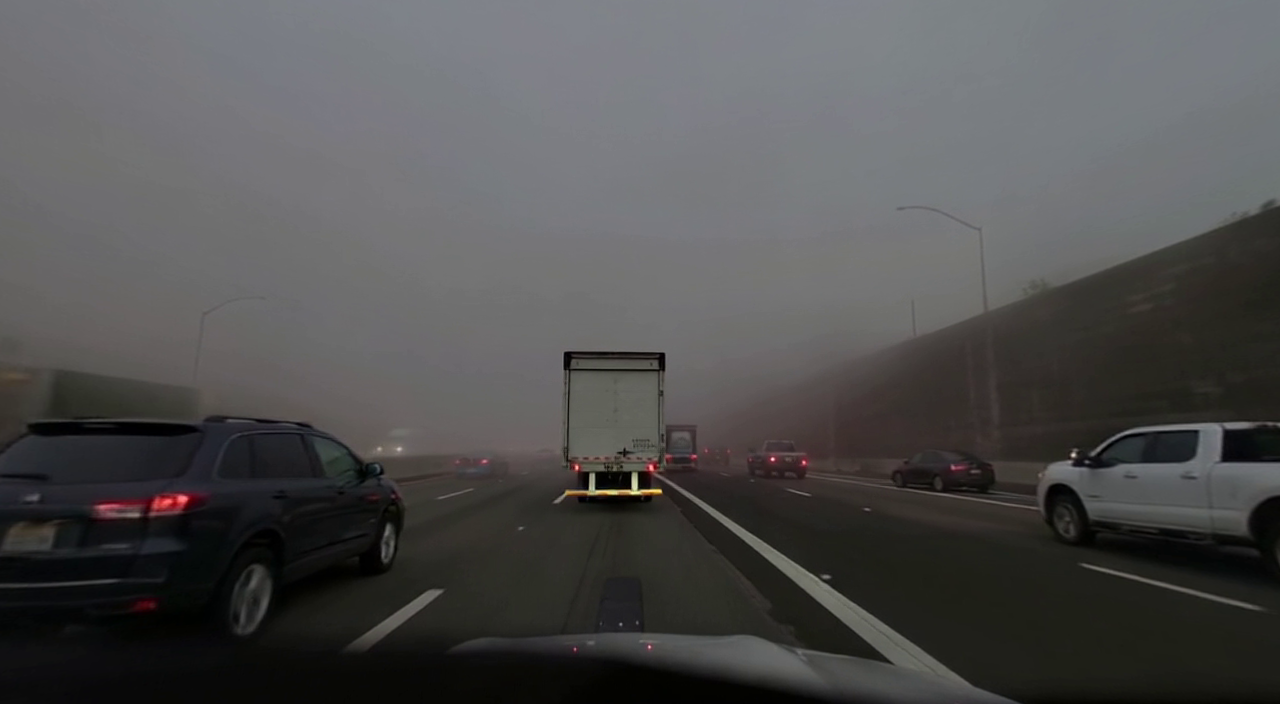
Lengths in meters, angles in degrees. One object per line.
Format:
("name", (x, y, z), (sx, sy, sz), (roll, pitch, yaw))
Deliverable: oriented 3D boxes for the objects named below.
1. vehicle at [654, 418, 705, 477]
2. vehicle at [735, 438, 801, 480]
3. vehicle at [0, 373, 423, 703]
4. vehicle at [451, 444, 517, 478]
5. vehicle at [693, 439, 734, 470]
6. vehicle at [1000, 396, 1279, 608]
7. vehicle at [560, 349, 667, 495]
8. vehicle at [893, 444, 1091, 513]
("vehicle", (2.465, 6.360, 42.218), (2.669, 3.491, 8.645), (0, -9, -1))
("vehicle", (6.188, 5.232, 31.062), (2.070, 1.888, 4.546), (0, -9, -3))
("vehicle", (-3.344, 1.220, 4.849), (1.946, 1.641, 4.105), (0, -9, -1))
("vehicle", (-7.345, 5.170, 30.248), (1.973, 1.471, 4.779), (0, -9, -1))
("vehicle", (5.458, 7.674, 47.455), (2.297, 2.116, 5.052), (0, -9, -2))
("vehicle", (6.345, 1.436, 6.555), (2.188, 1.731, 5.031), (0, -9, -1))
("vehicle", (-0.743, 2.723, 22.866), (2.906, 4.040, 10.743), (0, -9, 0))
("vehicle", (8.624, 3.114, 16.189), (2.002, 1.472, 4.950), (0, -9, -3))
